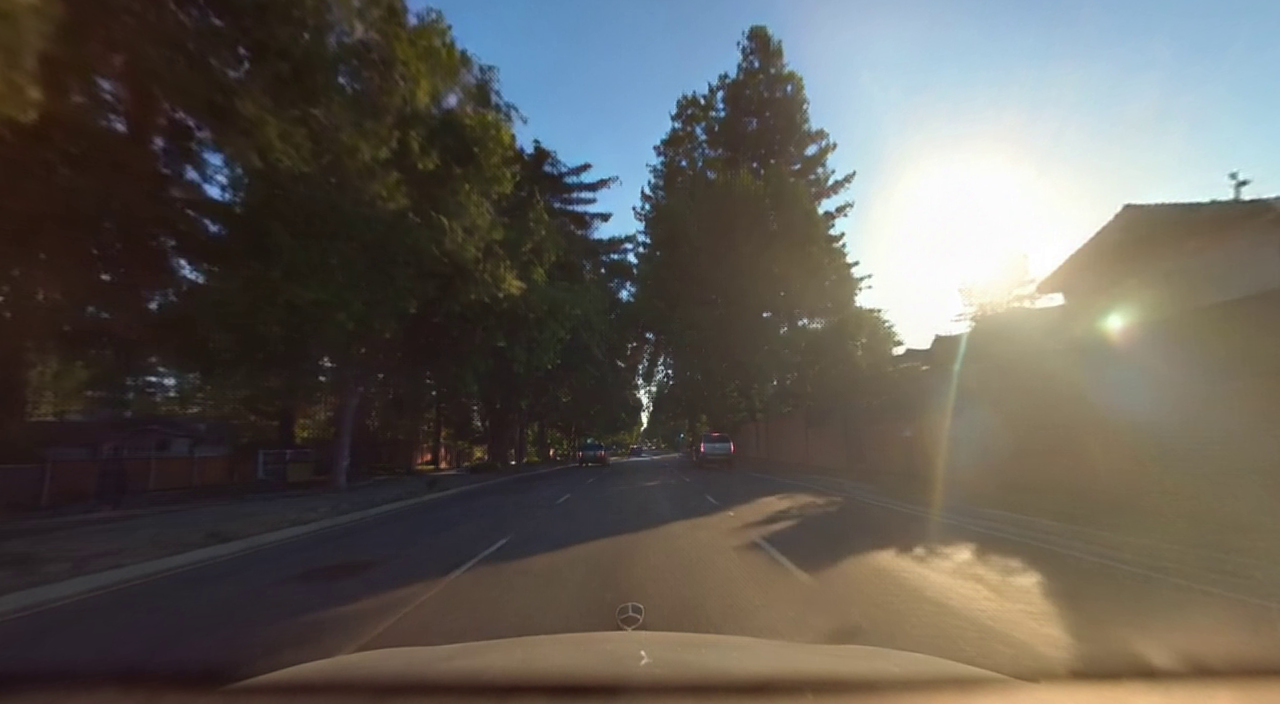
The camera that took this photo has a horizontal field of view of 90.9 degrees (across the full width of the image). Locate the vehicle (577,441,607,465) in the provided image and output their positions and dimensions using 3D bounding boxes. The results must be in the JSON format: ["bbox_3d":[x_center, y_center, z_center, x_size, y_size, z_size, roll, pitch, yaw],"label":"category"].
[{"bbox_3d":[-3.650,7.815,48.952,2.002,1.747,4.728,0,-8,0],"label":"vehicle"}]

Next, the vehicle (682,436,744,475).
[{"bbox_3d":[3.421,4.986,30.633,2.321,1.695,5.037,0,-8,-1],"label":"vehicle"}]
